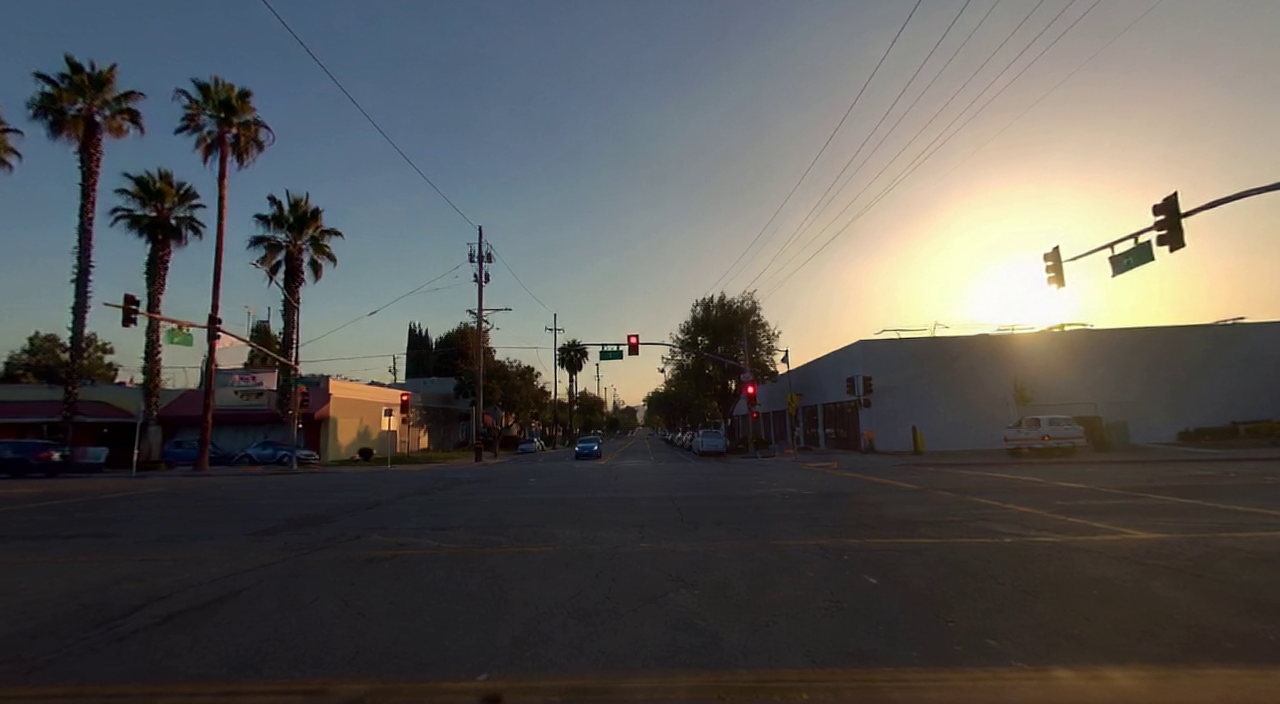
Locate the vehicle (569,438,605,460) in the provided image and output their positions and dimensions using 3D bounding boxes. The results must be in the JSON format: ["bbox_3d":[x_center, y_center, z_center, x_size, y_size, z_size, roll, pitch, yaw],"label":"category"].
[{"bbox_3d":[-3.709,6.961,45.293,2.223,1.490,5.094,0,-8,-1],"label":"vehicle"}]

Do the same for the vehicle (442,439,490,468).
[{"bbox_3d":[-11.979,6.989,43.726,2.016,1.717,4.287,-2,-7,1],"label":"vehicle"}]

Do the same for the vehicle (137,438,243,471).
[{"bbox_3d":[-25.903,5.911,36.465,4.613,1.820,2.021,-1,-9,3],"label":"vehicle"}]

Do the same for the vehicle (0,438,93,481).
[{"bbox_3d":[-28.279,4.850,28.641,4.837,1.819,2.041,1,-9,-4],"label":"vehicle"}]

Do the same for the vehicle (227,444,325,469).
[{"bbox_3d":[-22.315,6.414,38.836,4.849,1.444,1.881,0,-8,1],"label":"vehicle"}]
